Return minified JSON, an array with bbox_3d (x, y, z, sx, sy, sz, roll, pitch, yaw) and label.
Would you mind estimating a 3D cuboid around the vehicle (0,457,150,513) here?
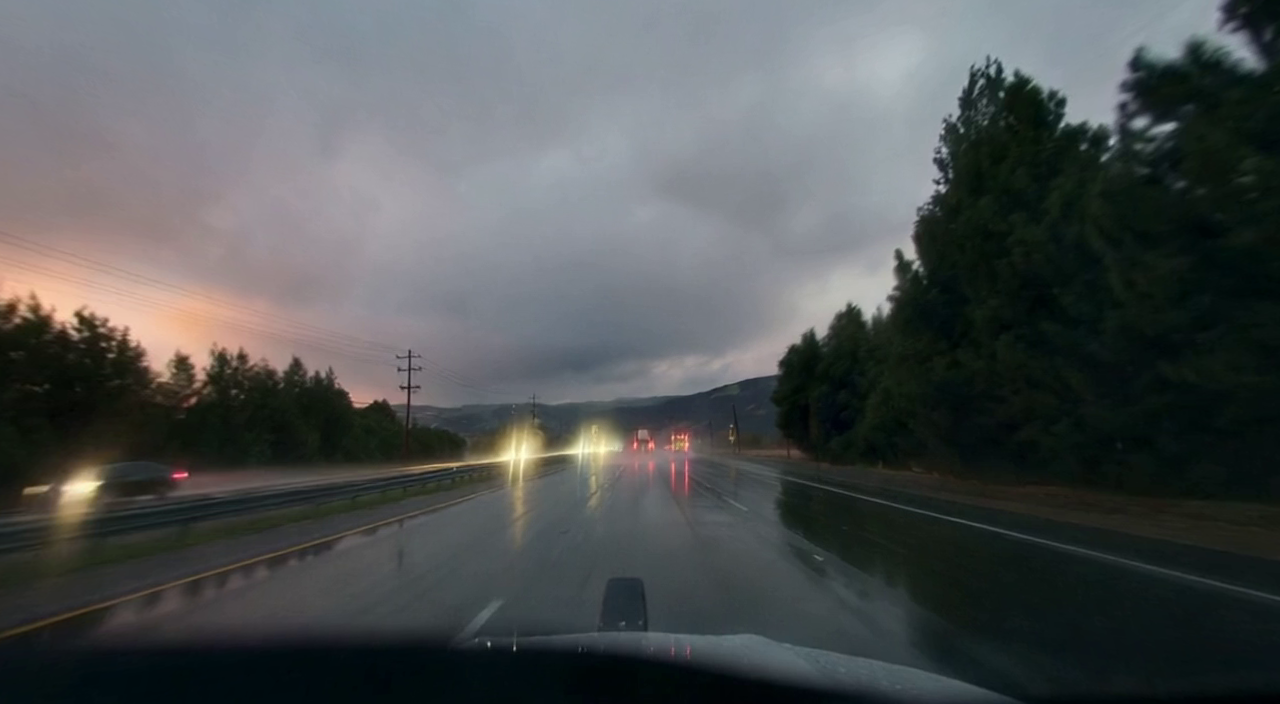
[{"bbox_3d":[-20.334,4.640,22.512,1.944,1.657,4.518,0,-8,1],"label":"vehicle"}]
